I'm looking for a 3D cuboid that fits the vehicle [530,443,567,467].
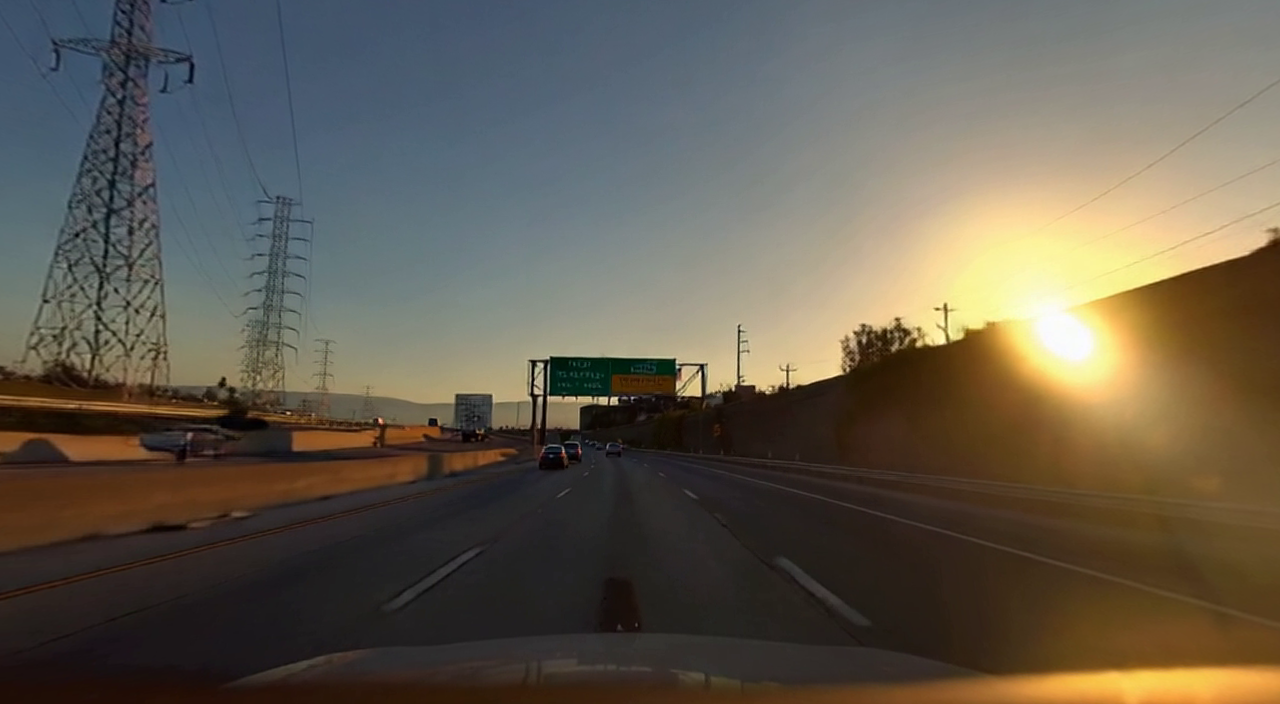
[{"bbox_3d":[-5.729,6.495,40.193,1.921,1.420,4.078,0,-8,-3],"label":"vehicle"}]
